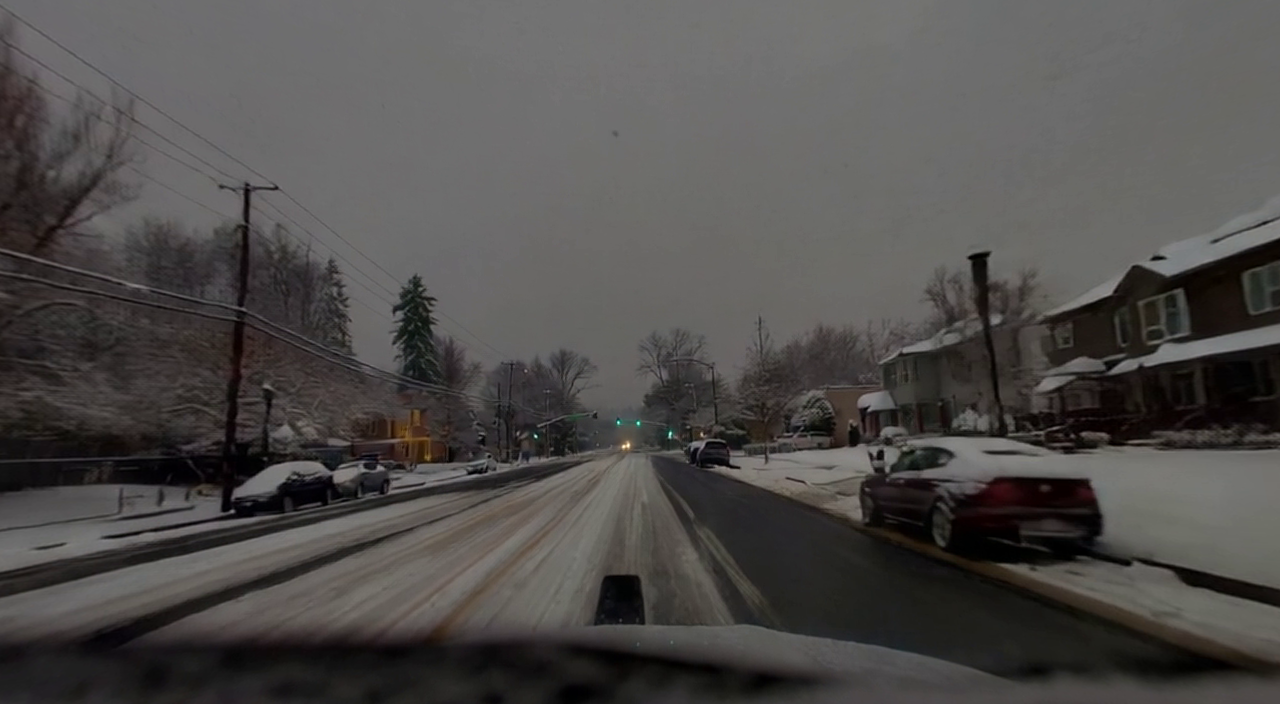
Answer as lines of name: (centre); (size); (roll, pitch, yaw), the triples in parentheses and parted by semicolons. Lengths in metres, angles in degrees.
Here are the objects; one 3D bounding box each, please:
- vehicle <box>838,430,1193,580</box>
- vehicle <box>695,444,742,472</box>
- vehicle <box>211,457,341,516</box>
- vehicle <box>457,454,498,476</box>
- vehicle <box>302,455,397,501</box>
vehicle: (4.519, 1.904, 8.745); (1.887, 1.480, 4.731); (1, -9, -2)
vehicle: (4.379, 6.015, 36.098); (2.010, 1.461, 4.247); (1, -9, -2)
vehicle: (-11.567, 4.268, 20.474); (1.845, 1.626, 4.105); (0, -9, -2)
vehicle: (-11.855, 8.262, 46.295); (1.867, 1.471, 4.139); (0, -9, 0)
vehicle: (-11.724, 5.089, 25.847); (2.008, 1.643, 4.130); (0, -9, -2)
